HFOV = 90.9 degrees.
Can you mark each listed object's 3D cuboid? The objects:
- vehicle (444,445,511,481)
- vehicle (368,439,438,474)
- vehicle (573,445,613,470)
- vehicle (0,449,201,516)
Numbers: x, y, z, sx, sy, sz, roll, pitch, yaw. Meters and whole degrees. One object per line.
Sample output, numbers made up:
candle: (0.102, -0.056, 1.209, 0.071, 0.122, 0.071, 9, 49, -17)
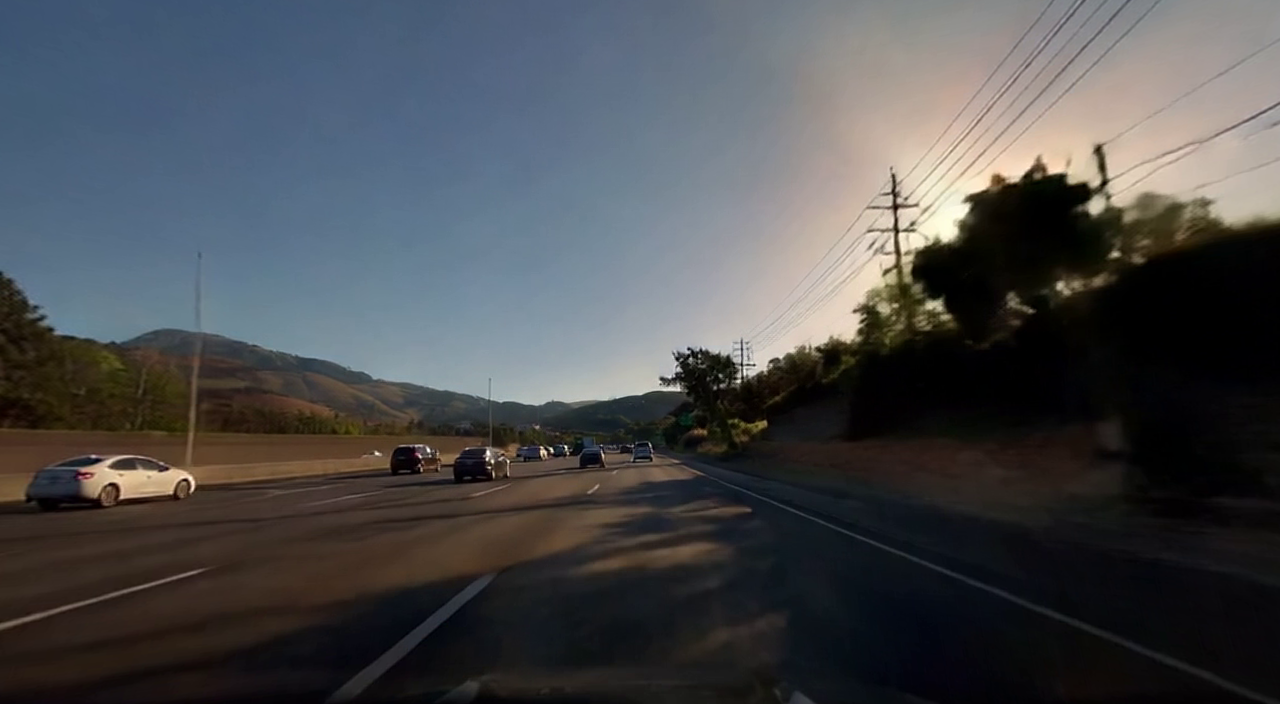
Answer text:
vehicle: (-7.352, 5.038, 28.903, 1.899, 1.472, 4.202, 0, -9, 1)
vehicle: (-14.389, 6.377, 38.666, 2.172, 1.946, 5.017, 0, -9, 1)
vehicle: (-2.847, 6.488, 39.047, 2.064, 1.446, 4.409, 0, -9, 0)
vehicle: (-14.363, 3.333, 16.726, 1.885, 1.474, 4.849, 0, -9, 1)
